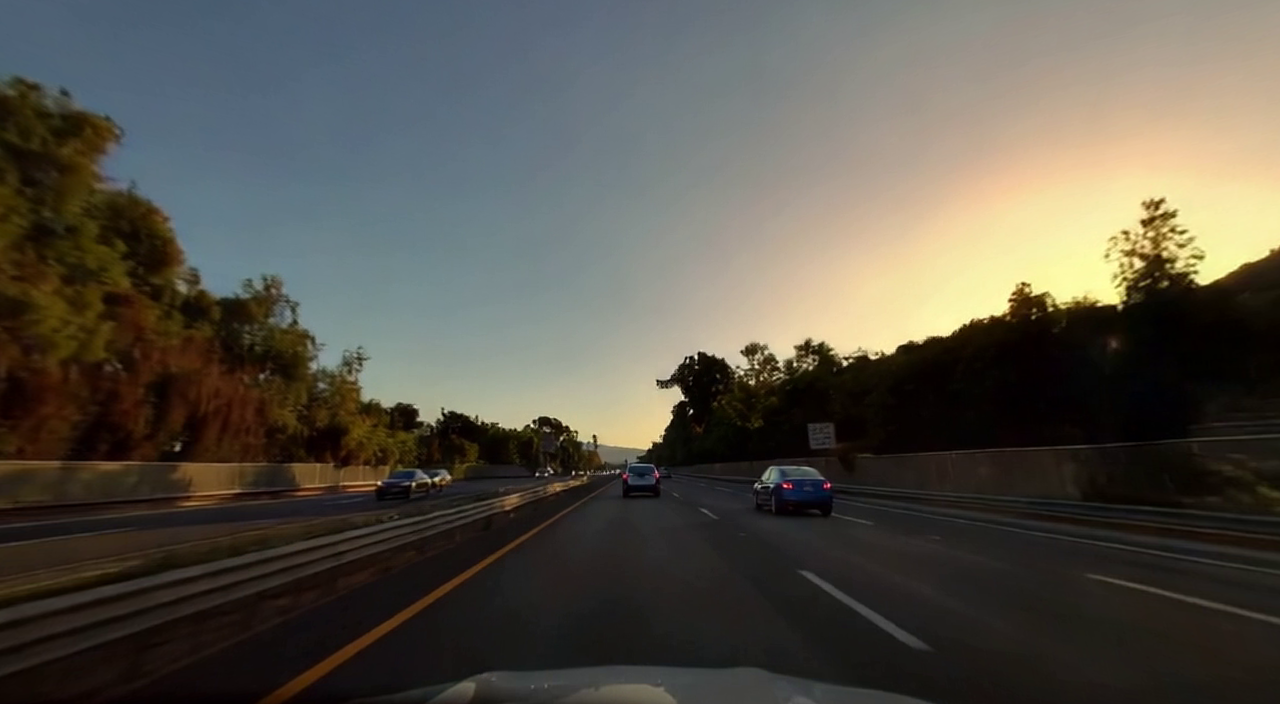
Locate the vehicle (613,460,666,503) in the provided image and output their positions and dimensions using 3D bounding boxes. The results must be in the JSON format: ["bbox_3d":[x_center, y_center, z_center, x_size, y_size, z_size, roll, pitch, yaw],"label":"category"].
[{"bbox_3d":[-0.027,5.334,26.163,2.037,1.605,3.833,1,-11,0],"label":"vehicle"}]

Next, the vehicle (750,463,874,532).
[{"bbox_3d":[4.185,3.626,16.105,1.938,1.494,4.032,1,-11,-1],"label":"vehicle"}]
